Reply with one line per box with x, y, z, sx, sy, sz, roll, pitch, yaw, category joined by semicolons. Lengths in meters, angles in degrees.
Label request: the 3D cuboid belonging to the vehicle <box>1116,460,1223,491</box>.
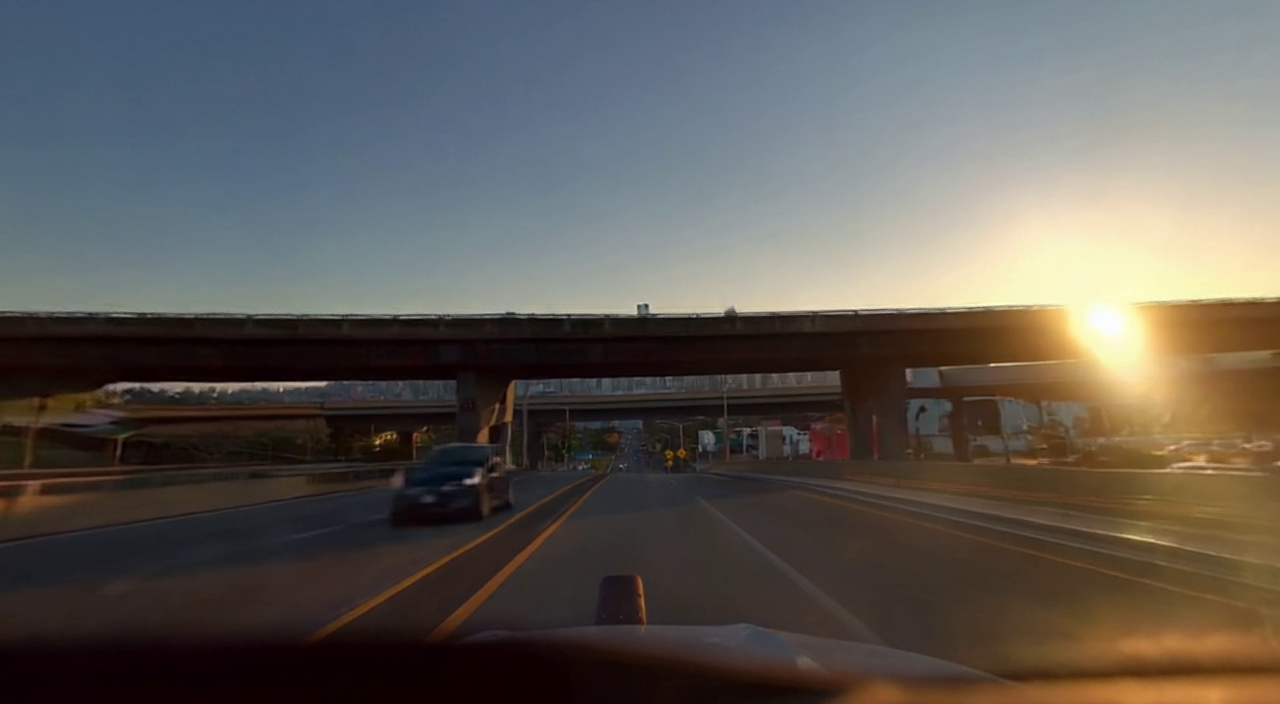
27.712;6.485;33.159;3.924;1.457;1.716;0;-15;-2;vehicle

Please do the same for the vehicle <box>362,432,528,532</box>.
-3.868;2.651;13.493;2.096;1.743;4.420;0;-9;0;vehicle
